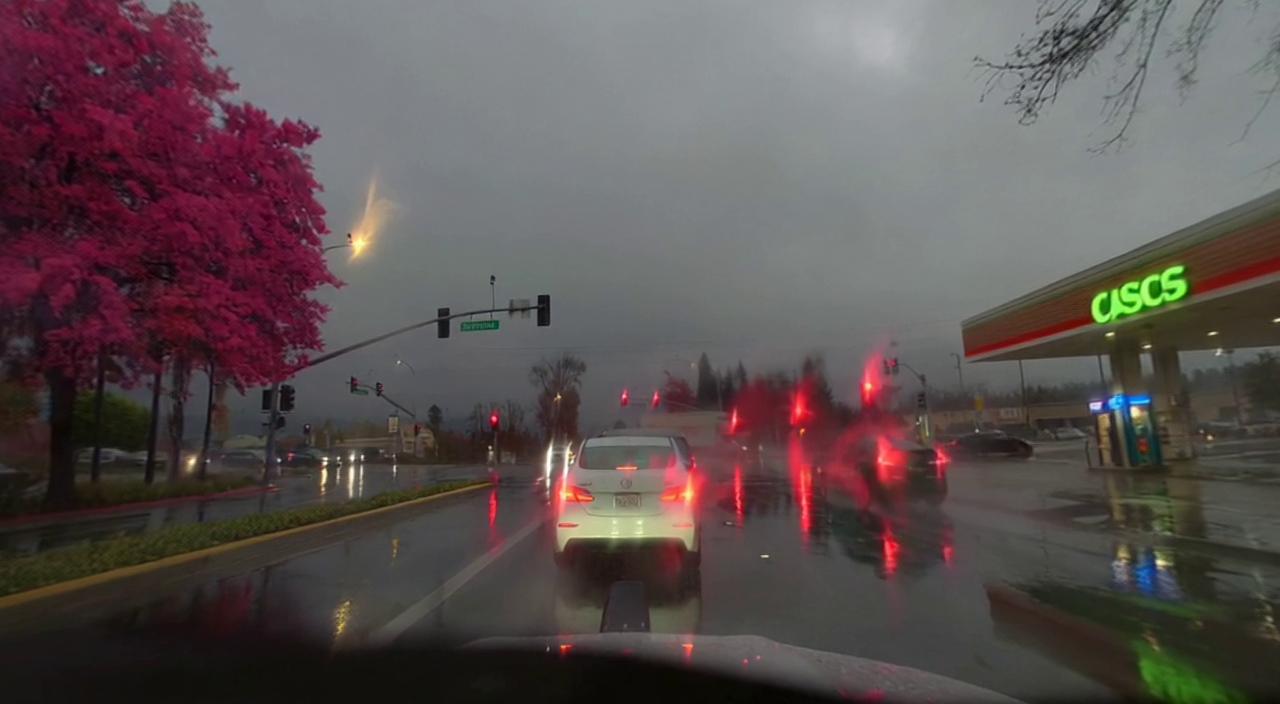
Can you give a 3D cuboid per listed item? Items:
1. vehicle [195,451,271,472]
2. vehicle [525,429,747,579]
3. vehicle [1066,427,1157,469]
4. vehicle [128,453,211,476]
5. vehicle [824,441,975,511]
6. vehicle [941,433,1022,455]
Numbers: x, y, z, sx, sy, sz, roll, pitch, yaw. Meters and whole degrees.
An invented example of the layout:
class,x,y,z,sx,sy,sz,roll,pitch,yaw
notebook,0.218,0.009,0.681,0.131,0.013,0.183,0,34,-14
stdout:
class,x,y,z,sx,sy,sz,roll,pitch,yaw
vehicle,-30.144,8.123,46.755,4.466,1.438,1.837,-1,-8,5
vehicle,-0.063,1.822,8.399,2.213,1.482,4.057,0,-8,-1
vehicle,18.547,3.738,24.707,4.300,1.495,2.053,8,-12,-44
vehicle,-32.935,7.856,44.149,4.609,1.465,1.944,-2,-8,10
vehicle,6.334,3.039,16.041,1.942,1.511,4.390,0,-8,0
vehicle,23.712,6.409,43.891,4.458,1.510,1.947,-1,-8,9
